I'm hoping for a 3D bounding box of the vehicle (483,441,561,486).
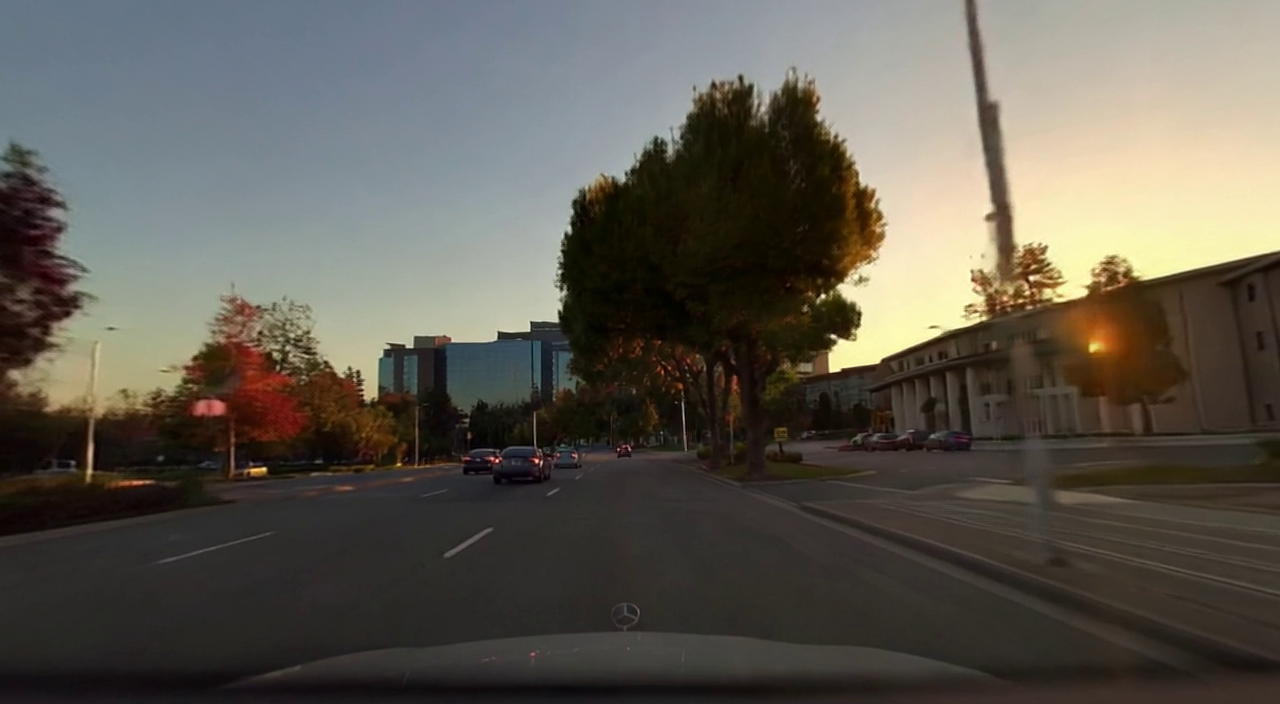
[{"bbox_3d":[-4.241,4.061,23.456,2.011,1.483,4.596,0,-8,0],"label":"vehicle"}]

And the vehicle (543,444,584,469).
[{"bbox_3d":[-4.526,6.286,38.096,1.971,1.414,4.317,0,-8,-1],"label":"vehicle"}]

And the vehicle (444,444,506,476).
[{"bbox_3d":[-8.473,5.555,32.829,1.976,1.497,4.709,0,-8,0],"label":"vehicle"}]

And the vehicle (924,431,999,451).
[{"bbox_3d":[24.410,6.775,48.067,4.614,1.464,1.856,0,-8,-1],"label":"vehicle"}]
